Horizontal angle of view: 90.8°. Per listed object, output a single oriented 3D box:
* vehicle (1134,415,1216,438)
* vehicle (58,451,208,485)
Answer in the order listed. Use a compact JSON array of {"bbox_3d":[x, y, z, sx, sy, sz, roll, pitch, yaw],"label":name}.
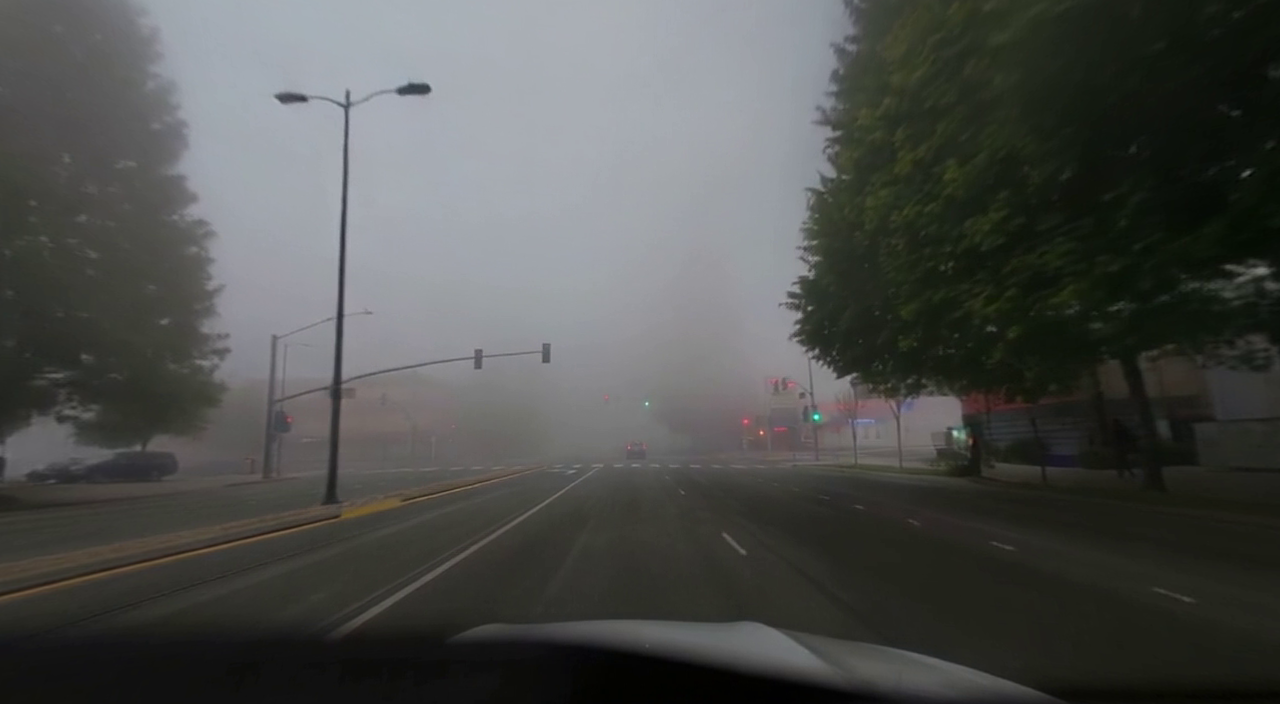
[{"bbox_3d":[40.038,5.607,47.343,4.388,1.651,1.918,0,-9,-2],"label":"vehicle"},{"bbox_3d":[-29.629,6.774,37.119,6.525,1.890,2.481,0,-9,-1],"label":"vehicle"}]
